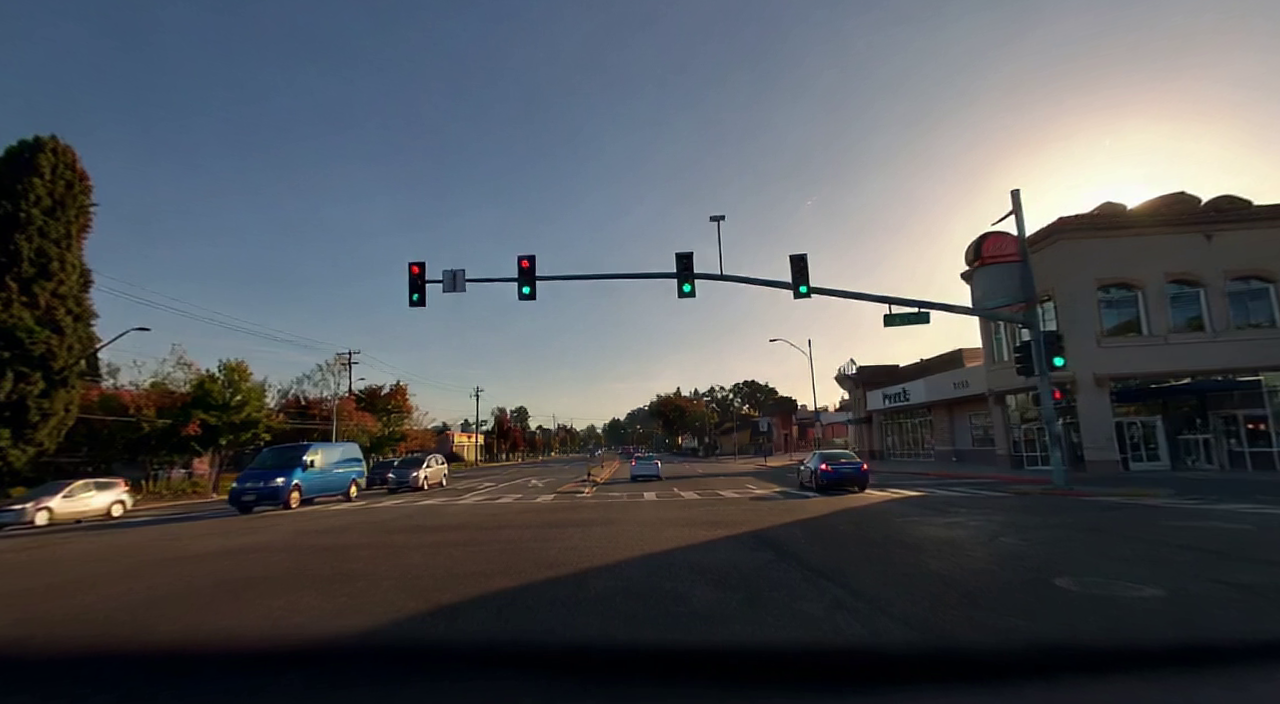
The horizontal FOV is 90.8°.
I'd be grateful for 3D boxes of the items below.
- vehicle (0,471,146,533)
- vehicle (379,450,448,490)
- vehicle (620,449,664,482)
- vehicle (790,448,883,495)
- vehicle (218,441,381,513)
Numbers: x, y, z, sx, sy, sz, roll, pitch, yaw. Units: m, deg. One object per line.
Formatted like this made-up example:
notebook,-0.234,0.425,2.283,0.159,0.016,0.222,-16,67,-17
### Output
vehicle,-17.788,4.431,19.157,1.857,1.433,4.465,0,-8,2
vehicle,-10.968,5.735,30.958,1.911,1.779,4.067,0,-8,-1
vehicle,0.067,5.622,31.479,2.027,1.494,3.942,0,-8,-1
vehicle,6.684,4.081,21.983,1.849,1.464,4.119,0,-8,-1
vehicle,-10.938,4.003,20.959,2.345,2.052,5.396,0,-8,0
